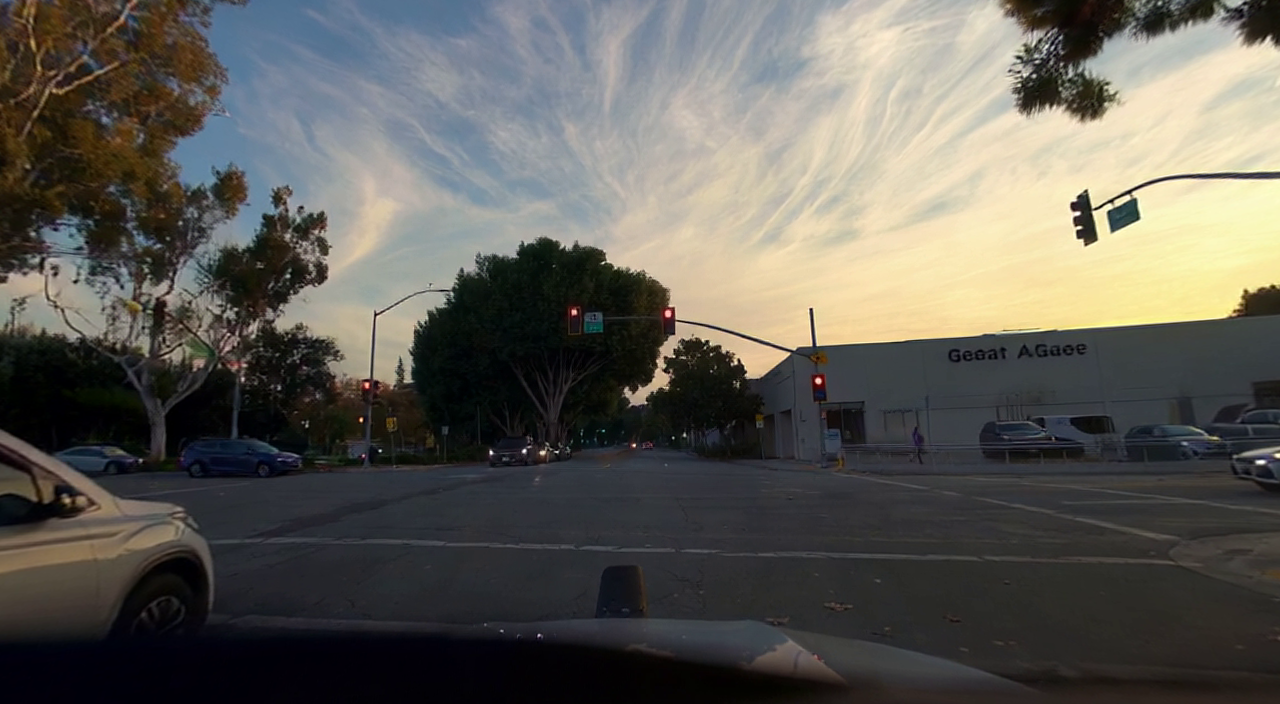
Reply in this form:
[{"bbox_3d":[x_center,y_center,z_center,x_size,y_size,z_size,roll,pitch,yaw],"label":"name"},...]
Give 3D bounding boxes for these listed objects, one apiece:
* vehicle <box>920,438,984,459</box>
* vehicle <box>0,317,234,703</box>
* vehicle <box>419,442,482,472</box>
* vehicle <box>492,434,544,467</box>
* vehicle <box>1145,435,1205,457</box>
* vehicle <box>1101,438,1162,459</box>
[{"bbox_3d":[21.467,6.650,43.374,3.576,1.425,1.702,2,-9,-12],"label":"vehicle"},{"bbox_3d":[-3.451,0.621,1.444,2.000,1.789,4.638,0,-8,-2],"label":"vehicle"},{"bbox_3d":[-10.632,5.907,35.695,2.041,1.548,4.868,0,-8,0],"label":"vehicle"},{"bbox_3d":[-7.161,5.850,37.457,2.081,1.818,4.782,0,-8,1],"label":"vehicle"},{"bbox_3d":[41.166,7.284,48.627,1.767,1.456,4.191,-4,-11,15],"label":"vehicle"},{"bbox_3d":[38.487,7.555,49.506,1.837,1.514,4.786,-2,-9,13],"label":"vehicle"}]
